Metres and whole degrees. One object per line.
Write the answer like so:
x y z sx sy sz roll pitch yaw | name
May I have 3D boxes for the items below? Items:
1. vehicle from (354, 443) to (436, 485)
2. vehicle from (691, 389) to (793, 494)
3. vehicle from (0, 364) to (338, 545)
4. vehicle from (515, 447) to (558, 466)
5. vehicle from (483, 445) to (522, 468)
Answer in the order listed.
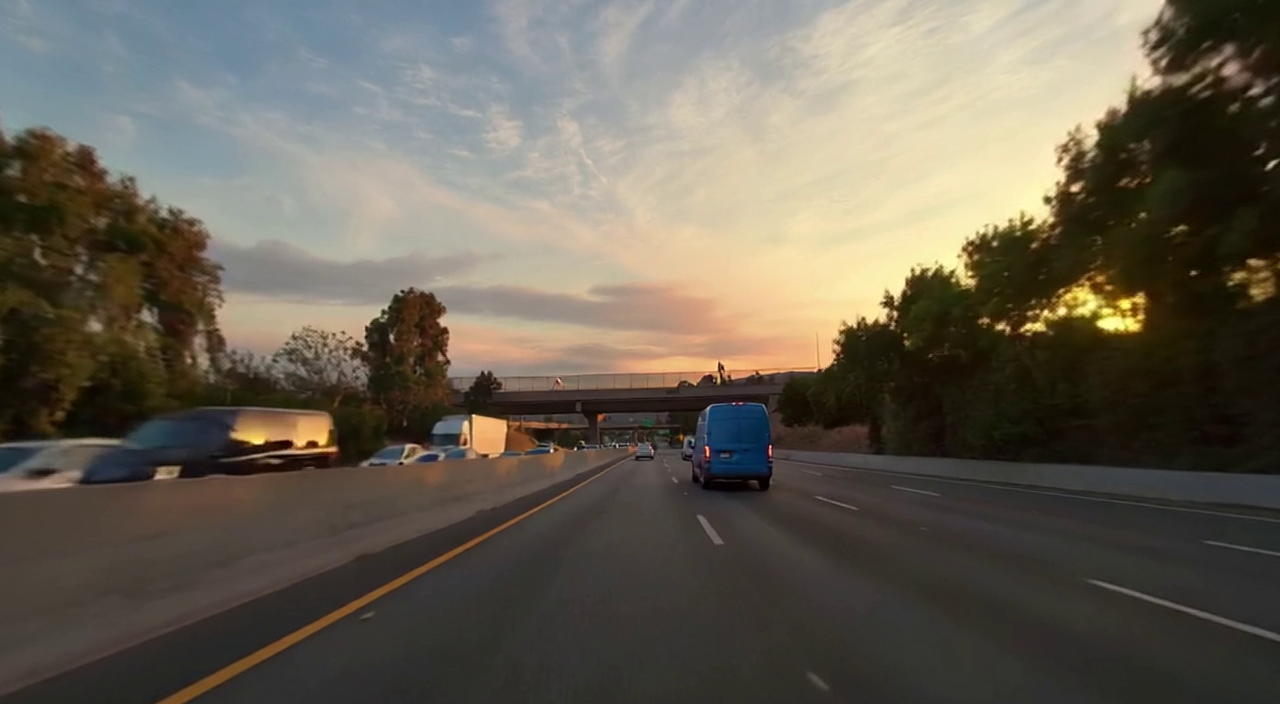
-11.251 5.151 29.358 1.897 1.796 4.505 0 -9 2 | vehicle
3.374 3.241 22.682 2.460 3.155 6.902 0 -9 0 | vehicle
-7.656 1.624 10.246 2.237 2.014 6.330 0 -9 1 | vehicle
-7.161 7.274 44.173 2.186 1.241 4.084 0 -9 2 | vehicle
-10.826 8.256 49.908 1.989 1.766 4.195 0 -9 2 | vehicle
